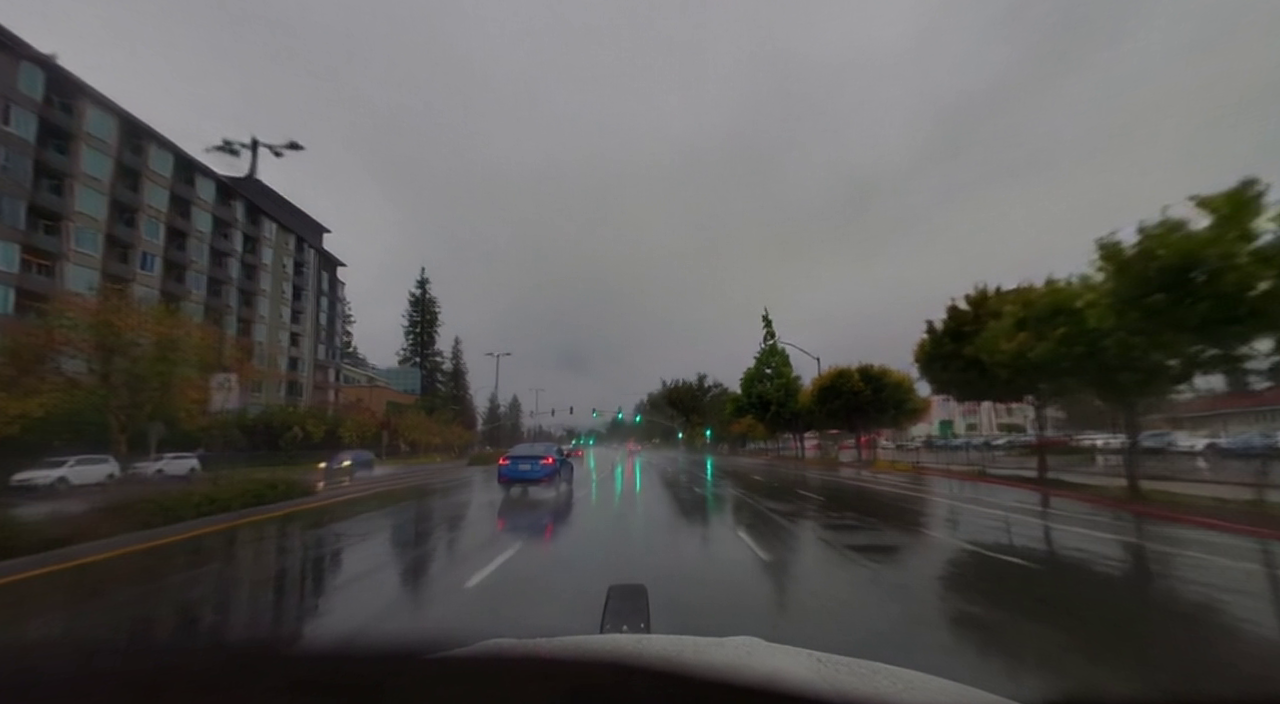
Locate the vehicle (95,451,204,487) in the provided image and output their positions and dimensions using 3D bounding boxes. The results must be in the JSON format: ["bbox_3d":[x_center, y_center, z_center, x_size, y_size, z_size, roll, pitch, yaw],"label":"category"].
[{"bbox_3d":[-26.506,6.309,34.311,1.786,1.713,4.992,1,-9,1],"label":"vehicle"}]

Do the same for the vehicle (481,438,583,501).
[{"bbox_3d":[-2.875,3.228,17.841,2.009,1.489,4.543,-2,-8,1],"label":"vehicle"}]

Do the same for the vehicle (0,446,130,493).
[{"bbox_3d":[-26.678,5.366,29.051,2.207,1.909,4.831,1,-9,0],"label":"vehicle"}]

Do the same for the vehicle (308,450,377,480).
[{"bbox_3d":[-16.670,6.302,35.552,1.890,1.479,4.484,-1,-8,-2],"label":"vehicle"}]
